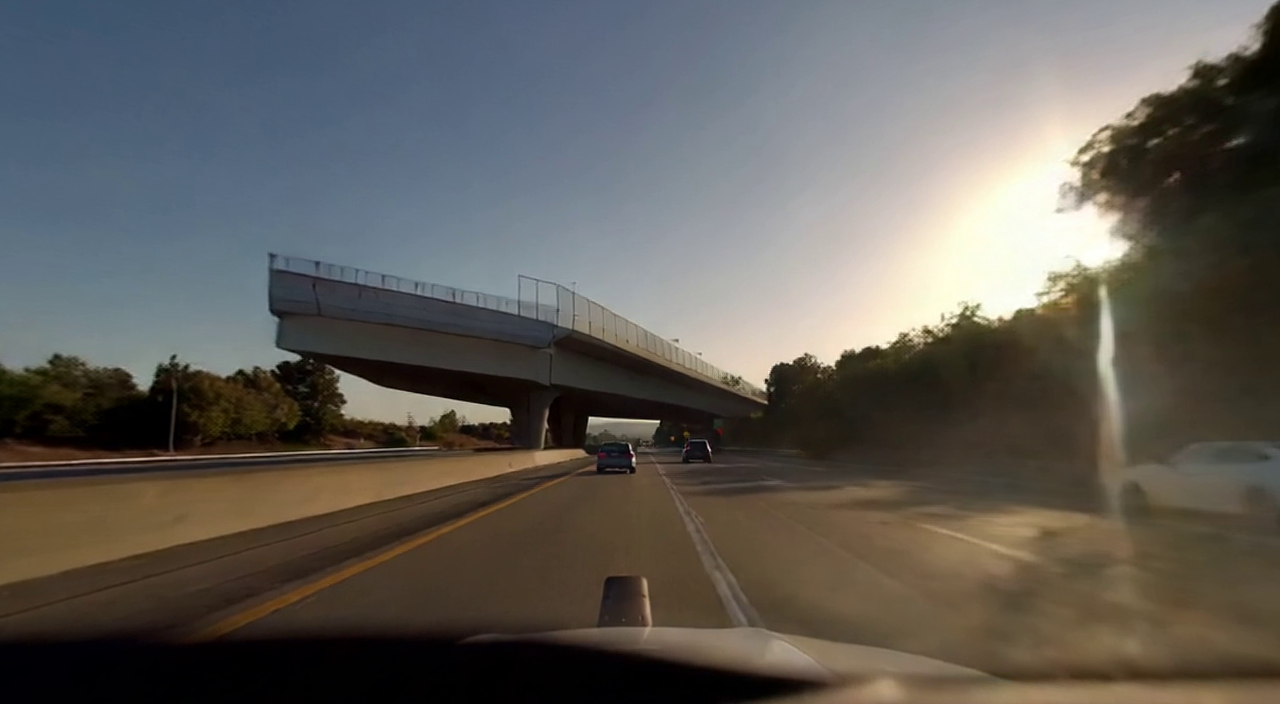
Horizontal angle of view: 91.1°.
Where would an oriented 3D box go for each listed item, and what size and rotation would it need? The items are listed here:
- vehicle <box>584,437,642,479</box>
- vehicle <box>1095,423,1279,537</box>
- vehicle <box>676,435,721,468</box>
[{"bbox_3d":[-0.979,4.234,25.356,2.050,1.546,4.344,0,-8,1],"label":"vehicle"},{"bbox_3d":[9.461,1.820,9.189,1.870,1.493,5.015,0,-8,1],"label":"vehicle"},{"bbox_3d":[3.130,5.464,34.561,2.063,1.698,4.355,0,-8,0],"label":"vehicle"}]
